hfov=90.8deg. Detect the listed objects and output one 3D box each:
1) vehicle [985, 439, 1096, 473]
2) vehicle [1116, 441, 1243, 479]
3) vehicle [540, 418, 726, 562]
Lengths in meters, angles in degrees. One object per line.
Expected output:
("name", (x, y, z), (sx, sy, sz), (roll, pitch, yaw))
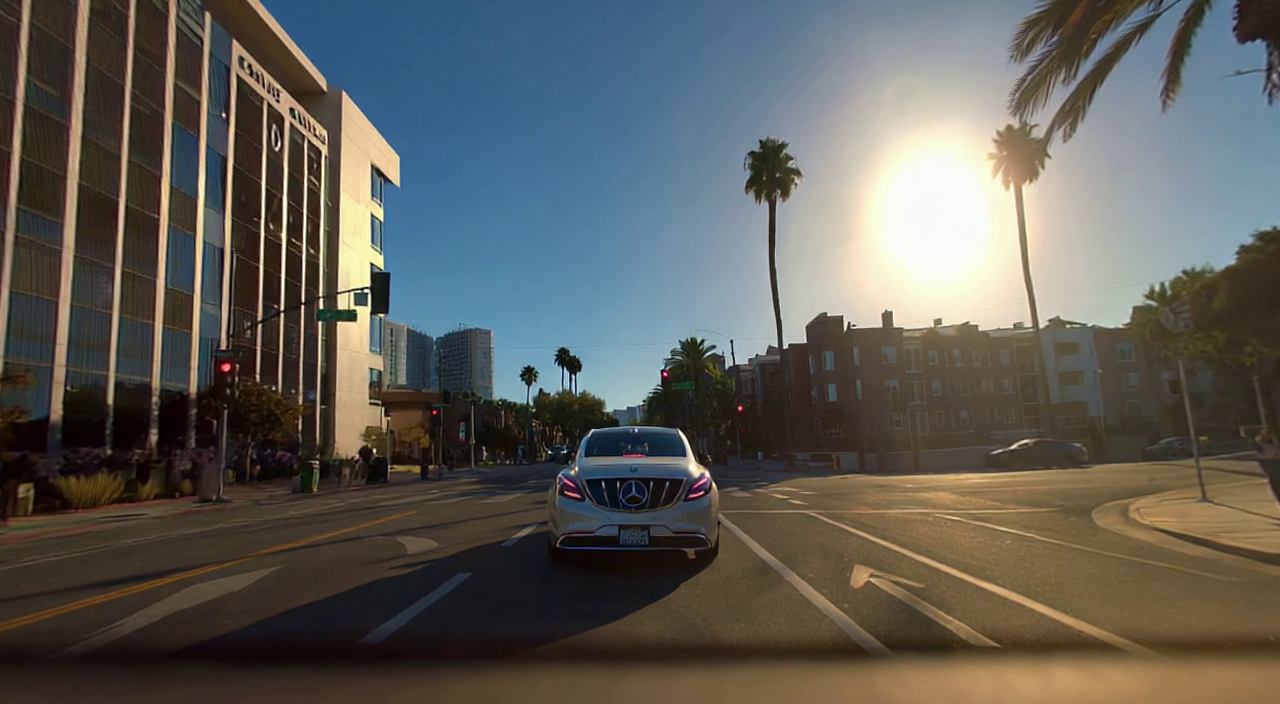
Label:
("vehicle", (21.723, 5.657, 34.404), (4.649, 1.760, 2.029), (0, -8, 0))
("vehicle", (24.341, 4.861, 28.604), (4.118, 1.593, 2.004), (1, -8, -8))
("vehicle", (-0.081, 1.872, 9.231), (2.144, 1.643, 3.770), (0, -8, 0))
